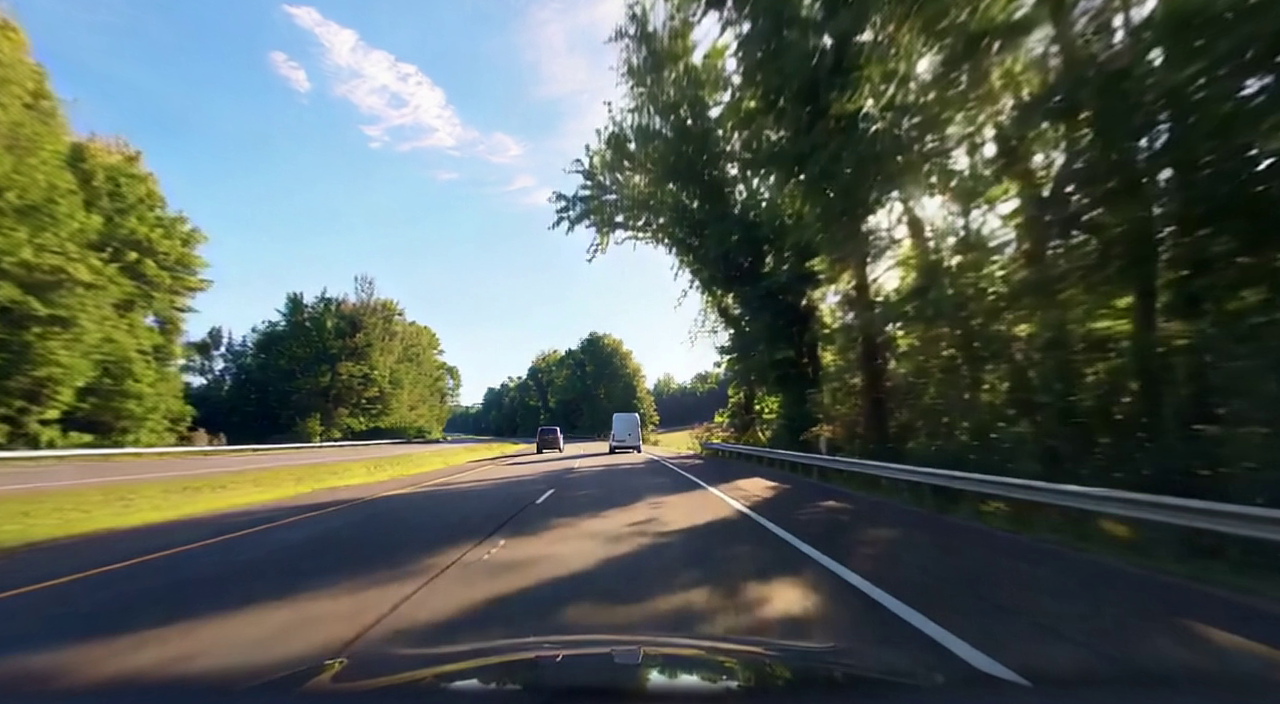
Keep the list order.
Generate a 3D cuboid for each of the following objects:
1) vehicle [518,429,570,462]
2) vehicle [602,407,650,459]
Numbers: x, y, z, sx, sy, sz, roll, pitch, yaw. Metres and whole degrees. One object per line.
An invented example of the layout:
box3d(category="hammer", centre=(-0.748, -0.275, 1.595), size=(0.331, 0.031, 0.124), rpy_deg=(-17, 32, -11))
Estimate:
box3d(category="vehicle", centre=(-4.986, 4.930, 33.362), size=(2.110, 1.636, 4.453), rpy_deg=(0, -8, -1))
box3d(category="vehicle", centre=(-0.928, 4.940, 38.383), size=(2.647, 2.896, 6.480), rpy_deg=(0, -8, -3))
